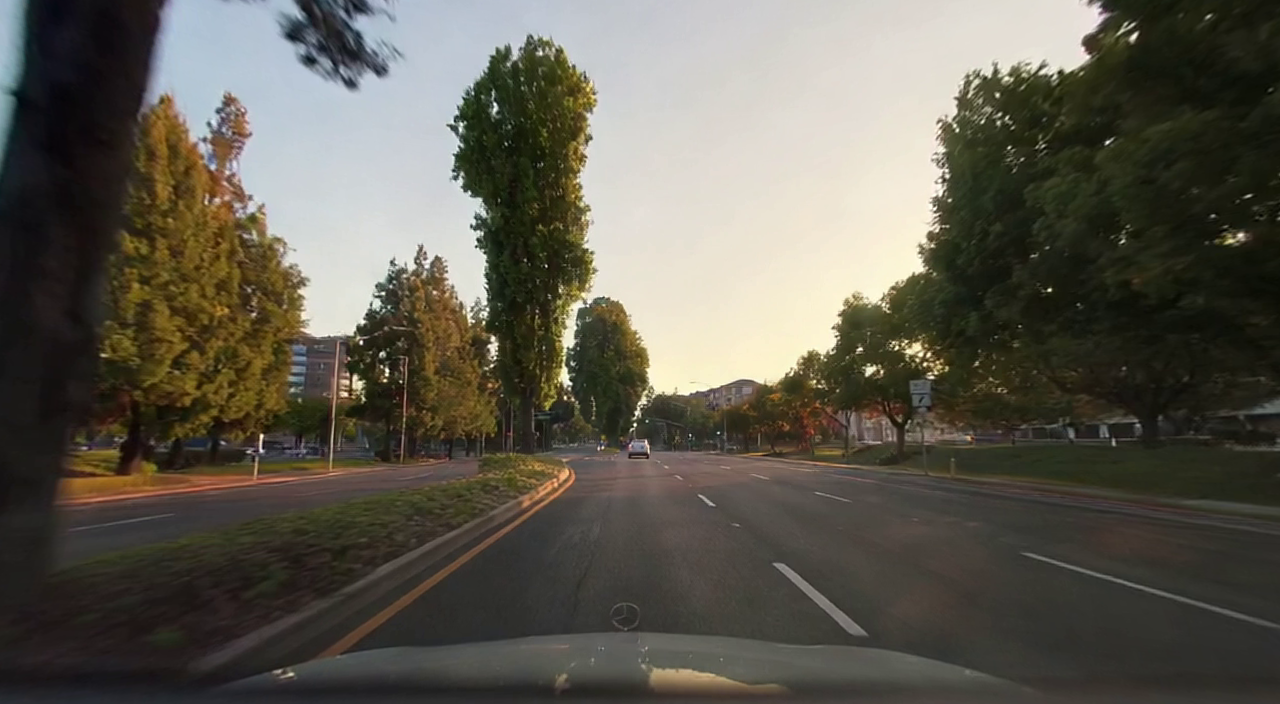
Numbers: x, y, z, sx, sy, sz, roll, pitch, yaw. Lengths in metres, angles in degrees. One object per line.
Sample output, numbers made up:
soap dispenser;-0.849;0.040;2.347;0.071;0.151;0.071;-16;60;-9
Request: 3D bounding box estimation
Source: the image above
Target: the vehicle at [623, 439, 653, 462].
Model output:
vehicle;-0.120;6.943;44.421;2.064;1.477;3.968;0;-9;1
